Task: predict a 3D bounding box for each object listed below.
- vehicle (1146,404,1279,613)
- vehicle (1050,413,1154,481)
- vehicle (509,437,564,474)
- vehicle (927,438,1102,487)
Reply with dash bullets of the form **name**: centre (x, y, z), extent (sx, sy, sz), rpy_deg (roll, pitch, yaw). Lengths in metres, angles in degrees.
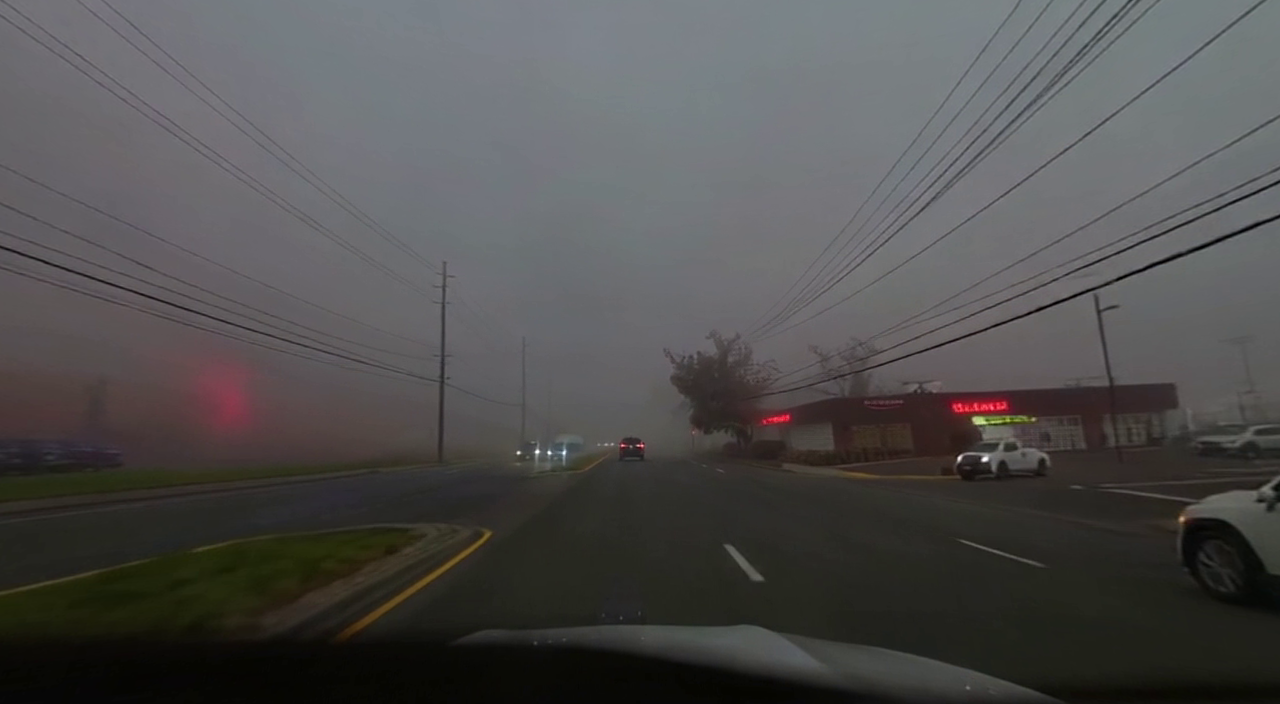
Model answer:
- **vehicle**: centre (6.267, 1.139, 4.234), extent (1.995, 1.705, 4.434), rpy_deg (0, -9, 0)
- **vehicle**: centre (19.135, 3.932, 26.245), extent (2.918, 2.614, 1.930), rpy_deg (3, -9, -18)
- **vehicle**: centre (-5.737, 5.775, 35.647), extent (2.278, 1.828, 4.970), rpy_deg (-2, -8, 0)
- **vehicle**: centre (14.639, 4.298, 24.860), extent (5.733, 1.610, 2.253), rpy_deg (0, -8, -11)
